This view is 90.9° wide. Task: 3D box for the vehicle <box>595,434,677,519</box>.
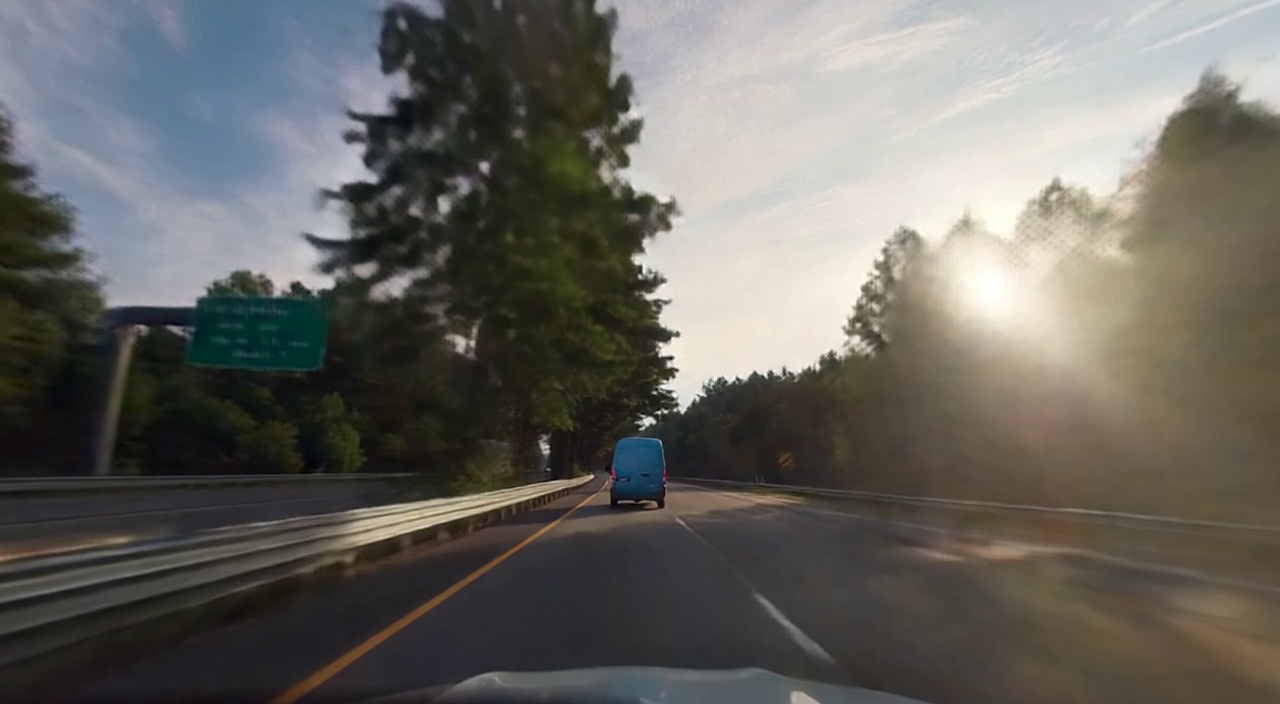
[{"bbox_3d":[-0.246,4.206,21.589,2.375,2.432,6.161,1,-10,-3],"label":"vehicle"}]
